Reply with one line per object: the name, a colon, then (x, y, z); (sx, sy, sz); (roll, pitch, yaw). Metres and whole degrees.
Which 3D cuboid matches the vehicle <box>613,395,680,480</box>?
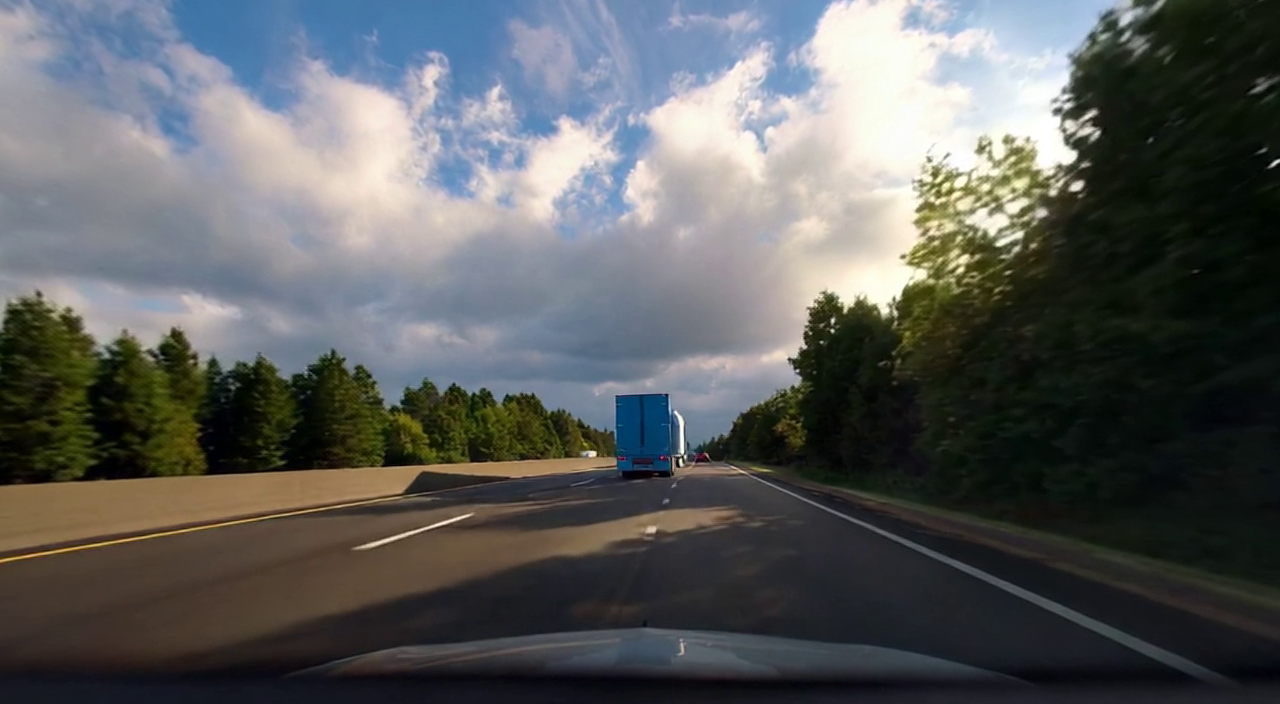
vehicle: (0.558, 4.659, 33.800); (2.821, 3.878, 8.925); (-1, -9, 5)
